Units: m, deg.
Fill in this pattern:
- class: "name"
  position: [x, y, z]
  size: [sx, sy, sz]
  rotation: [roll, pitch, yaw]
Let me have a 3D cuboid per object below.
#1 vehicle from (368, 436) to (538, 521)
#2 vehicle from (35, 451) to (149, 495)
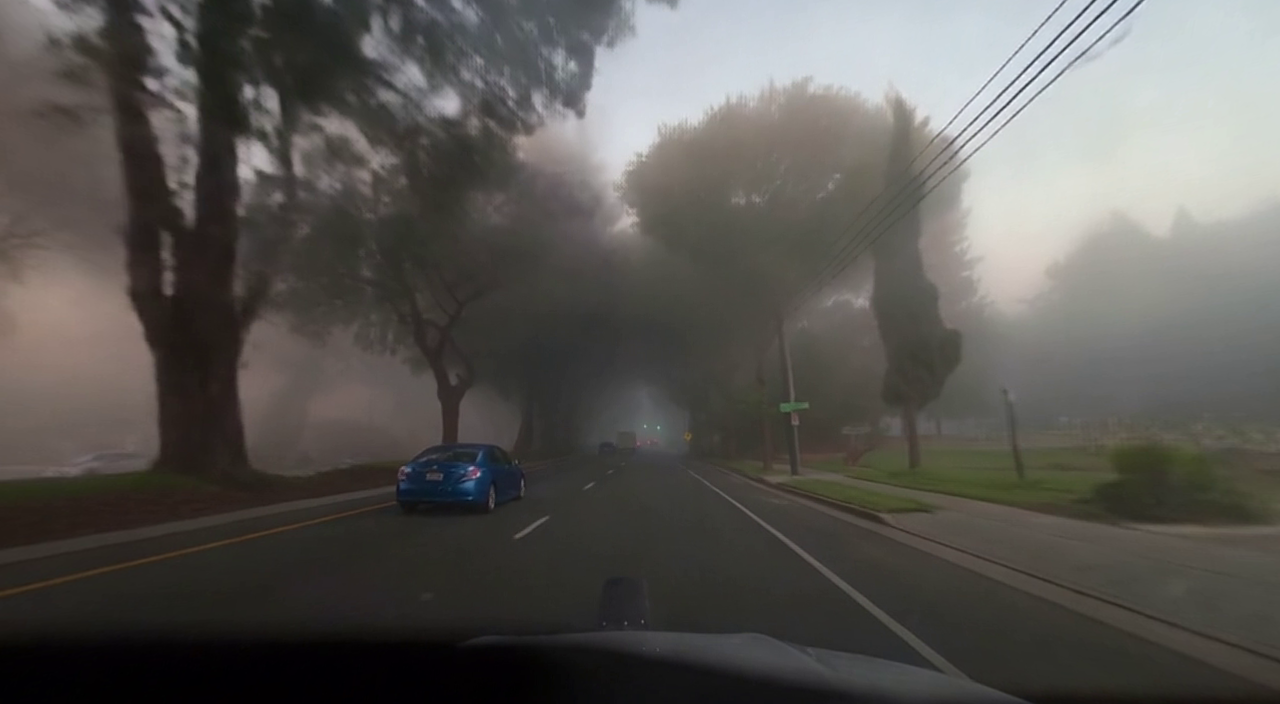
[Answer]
- class: "vehicle"
  position: [-3.625, 2.525, 13.240]
  size: [2.033, 1.454, 4.512]
  rotation: [-1, -8, 2]
- class: "vehicle"
  position: [-31.819, 6.988, 36.863]
  size: [2.223, 1.991, 5.316]
  rotation: [-5, -7, -4]
